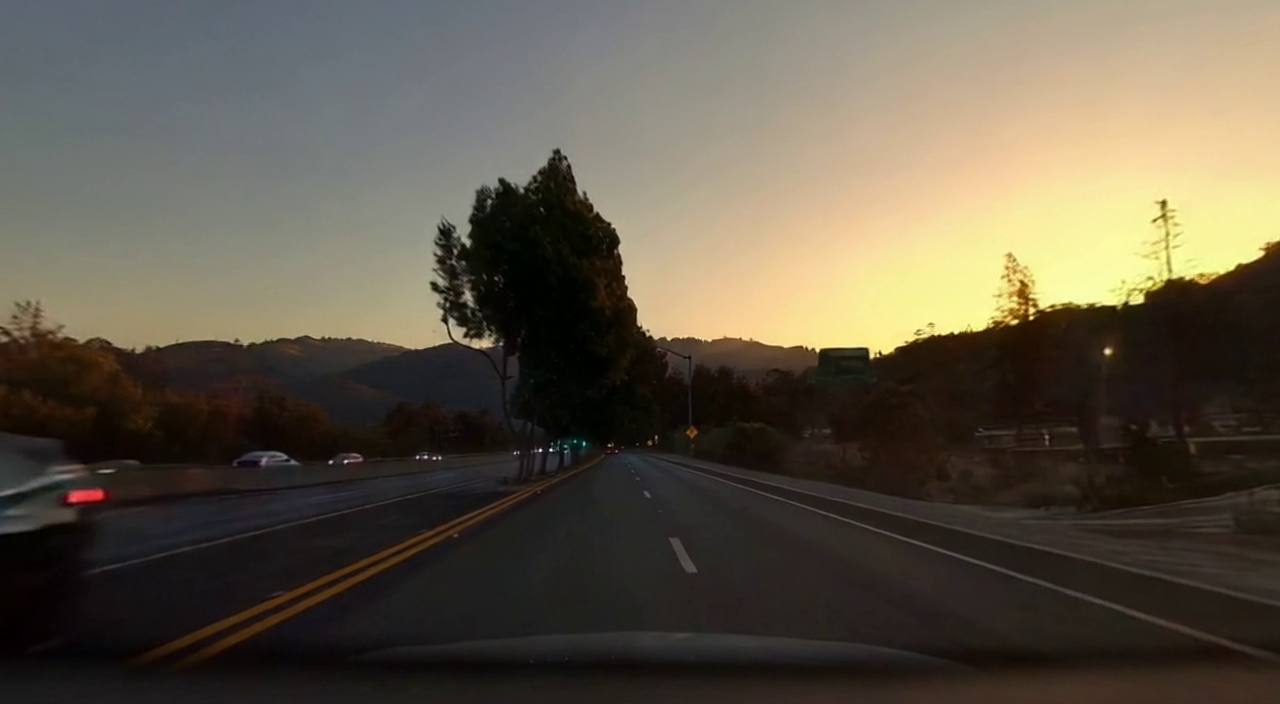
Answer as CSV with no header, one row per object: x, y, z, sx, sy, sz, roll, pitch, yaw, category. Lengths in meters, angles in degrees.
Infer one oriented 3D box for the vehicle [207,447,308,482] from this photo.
-18.336,5.399,30.548,2.036,1.525,4.677,0,-9,-1,vehicle

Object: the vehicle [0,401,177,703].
-4.205,0.904,2.432,1.722,1.523,3.736,-1,-9,6,vehicle
